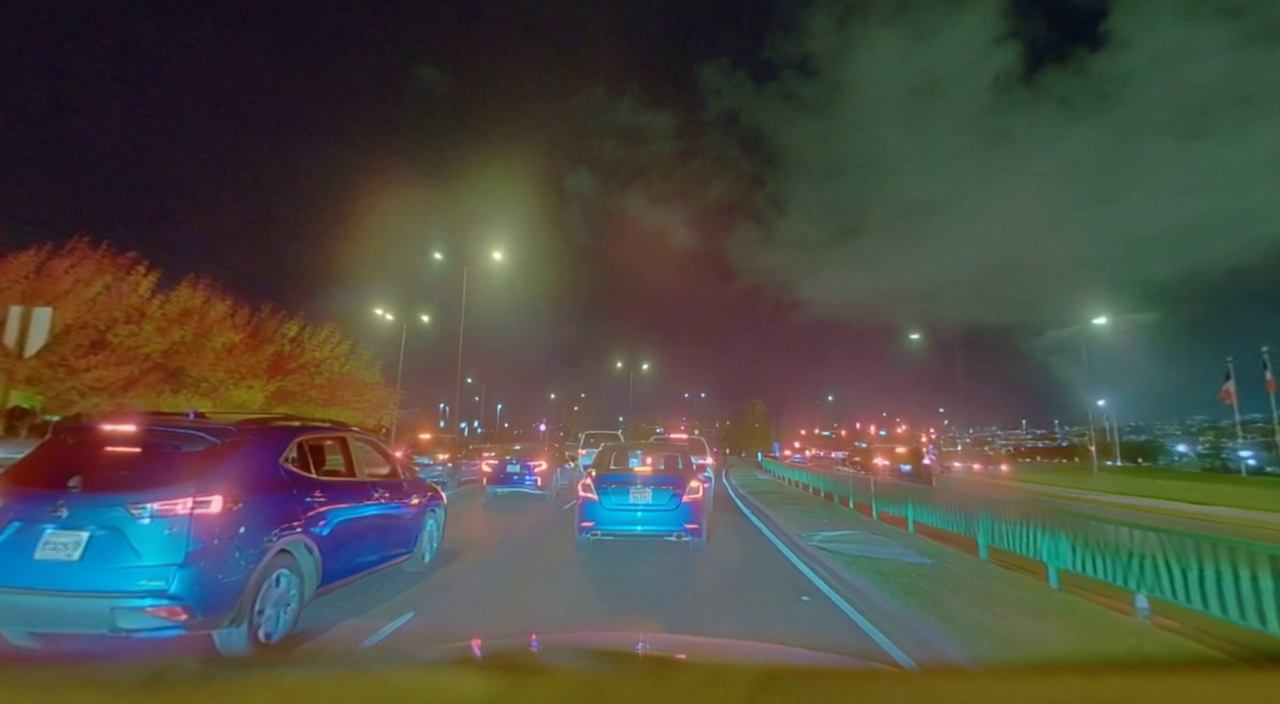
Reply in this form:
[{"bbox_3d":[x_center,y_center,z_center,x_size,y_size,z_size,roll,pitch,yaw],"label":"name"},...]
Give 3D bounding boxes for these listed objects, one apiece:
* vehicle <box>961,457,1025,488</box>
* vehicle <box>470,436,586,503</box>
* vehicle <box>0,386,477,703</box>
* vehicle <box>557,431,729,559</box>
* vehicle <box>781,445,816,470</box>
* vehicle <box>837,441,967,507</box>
[{"bbox_3d":[20.873,7.104,37.428,1.946,1.649,4.326,-1,-9,10],"label":"vehicle"},{"bbox_3d":[-2.895,3.166,17.406,1.974,1.549,4.603,0,-9,5],"label":"vehicle"},{"bbox_3d":[-3.095,1.321,5.489,1.988,1.635,4.260,0,-9,3],"label":"vehicle"},{"bbox_3d":[0.171,2.069,9.881,2.090,1.506,4.276,0,-9,4],"label":"vehicle"},{"bbox_3d":[10.687,7.152,42.763,1.944,1.544,4.301,-1,-9,10],"label":"vehicle"},{"bbox_3d":[7.278,3.393,18.059,2.011,1.610,4.568,0,-9,4],"label":"vehicle"}]
